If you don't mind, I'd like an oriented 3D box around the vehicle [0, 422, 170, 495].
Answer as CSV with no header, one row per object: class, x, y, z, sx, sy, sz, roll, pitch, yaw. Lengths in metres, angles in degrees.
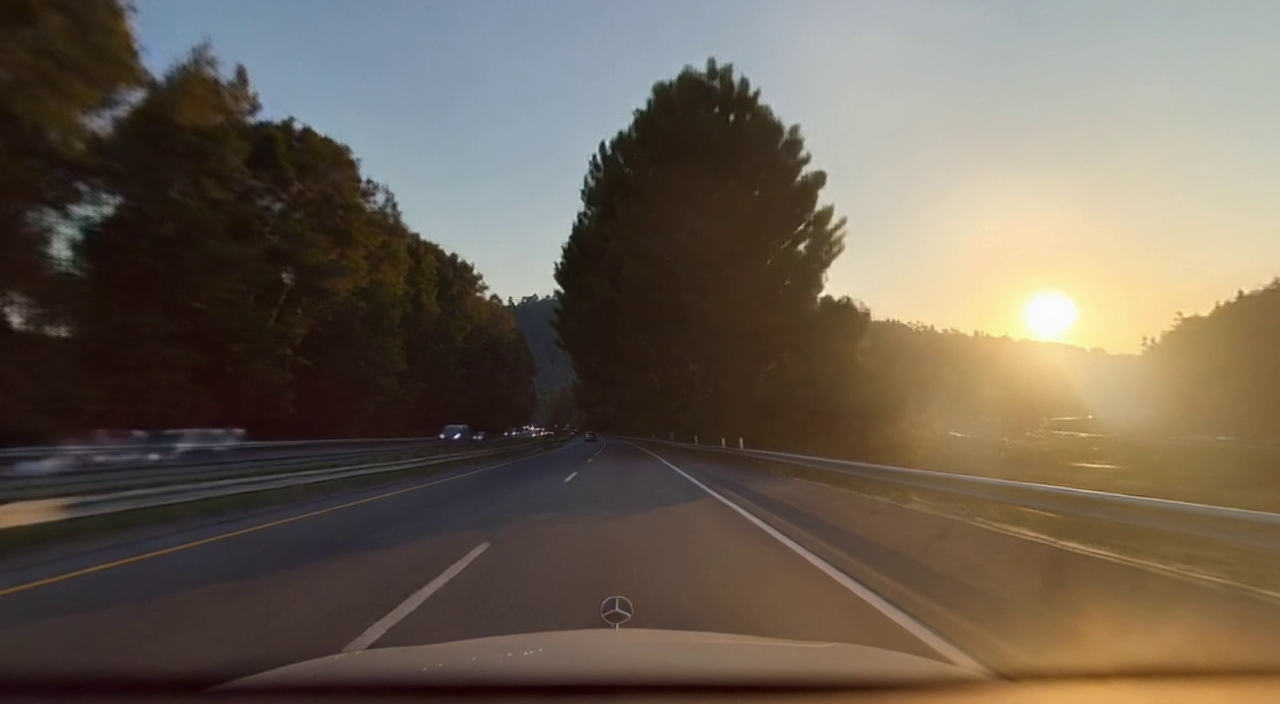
vehicle,-13.656,2.413,14.699,2.018,1.442,4.422,0,-8,-1
